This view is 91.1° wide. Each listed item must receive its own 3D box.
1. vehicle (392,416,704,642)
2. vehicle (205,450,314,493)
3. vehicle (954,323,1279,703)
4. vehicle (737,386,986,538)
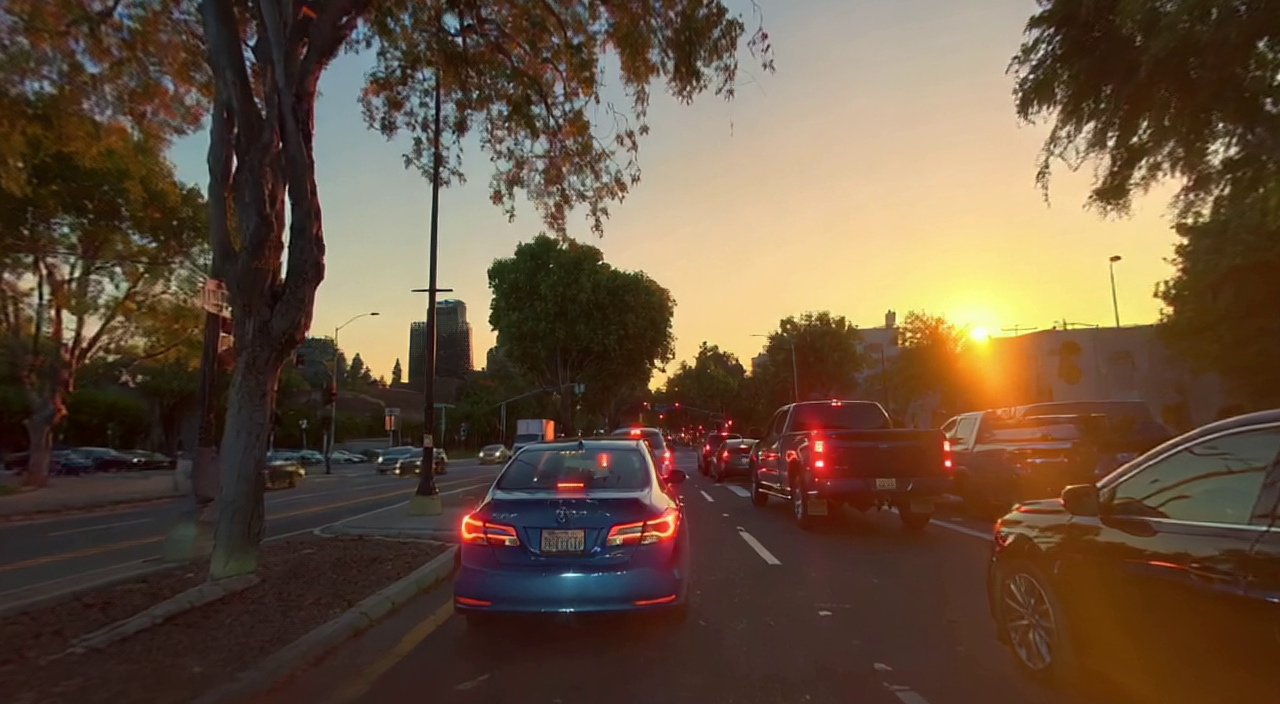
[{"bbox_3d":[-0.565,1.500,6.328,2.111,1.506,4.018,0,-8,2],"label":"vehicle"},{"bbox_3d":[-16.165,5.074,26.997,2.000,1.656,4.160,0,-8,1],"label":"vehicle"},{"bbox_3d":[3.167,0.757,2.074,1.982,1.709,4.427,0,-9,1],"label":"vehicle"},{"bbox_3d":[3.533,1.956,11.687,2.444,2.098,5.766,0,-9,-1],"label":"vehicle"}]
